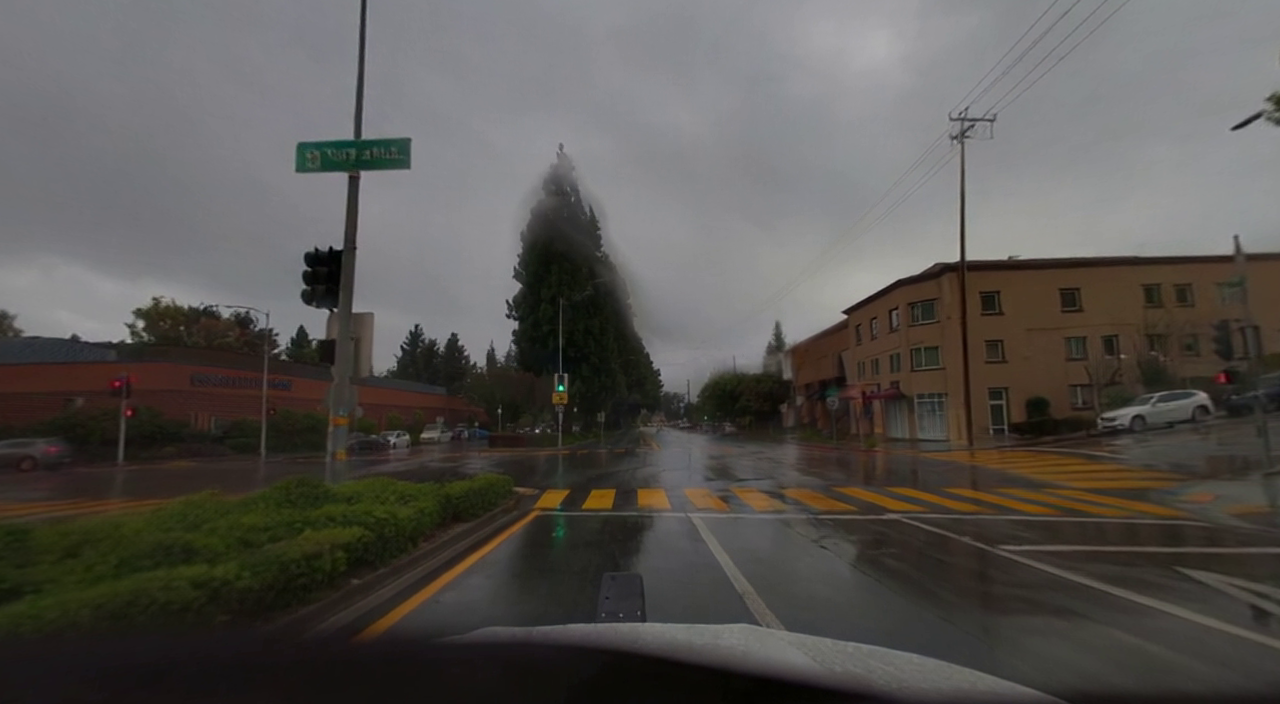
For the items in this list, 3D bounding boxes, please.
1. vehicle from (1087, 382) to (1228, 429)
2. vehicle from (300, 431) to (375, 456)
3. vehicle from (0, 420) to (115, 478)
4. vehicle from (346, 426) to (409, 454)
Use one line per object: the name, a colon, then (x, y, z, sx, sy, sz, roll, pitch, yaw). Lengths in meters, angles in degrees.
vehicle: (22.252, 2.277, 27.259, 4.531, 1.753, 1.964, -2, -2, -5)
vehicle: (-18.209, 5.569, 38.346, 1.939, 1.430, 5.533, 0, -9, -2)
vehicle: (-25.916, 4.084, 26.704, 5.229, 2.299, 2.366, 0, -8, 1)
vehicle: (-18.433, 6.258, 44.694, 2.225, 1.871, 5.189, 0, -9, 0)
